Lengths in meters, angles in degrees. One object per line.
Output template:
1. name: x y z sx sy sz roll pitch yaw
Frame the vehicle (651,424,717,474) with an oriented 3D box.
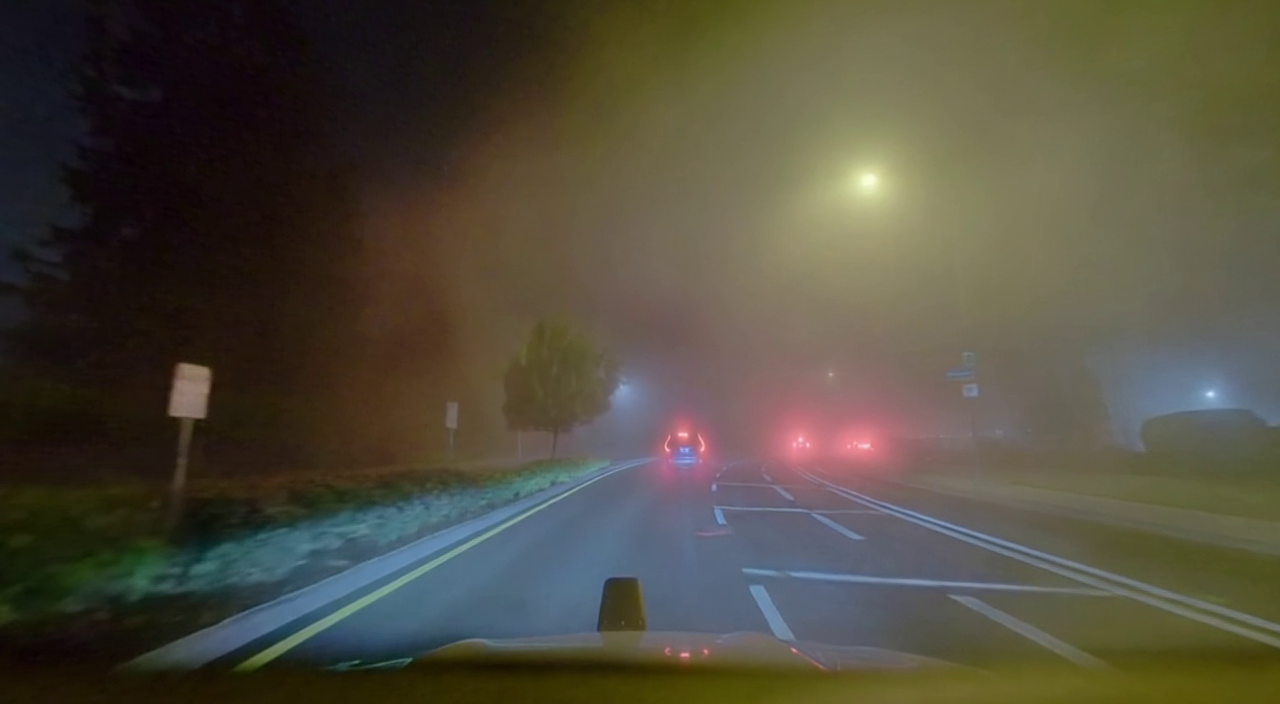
1. vehicle: 2.042 4.220 27.376 2.371 1.926 5.615 -1 -9 9
